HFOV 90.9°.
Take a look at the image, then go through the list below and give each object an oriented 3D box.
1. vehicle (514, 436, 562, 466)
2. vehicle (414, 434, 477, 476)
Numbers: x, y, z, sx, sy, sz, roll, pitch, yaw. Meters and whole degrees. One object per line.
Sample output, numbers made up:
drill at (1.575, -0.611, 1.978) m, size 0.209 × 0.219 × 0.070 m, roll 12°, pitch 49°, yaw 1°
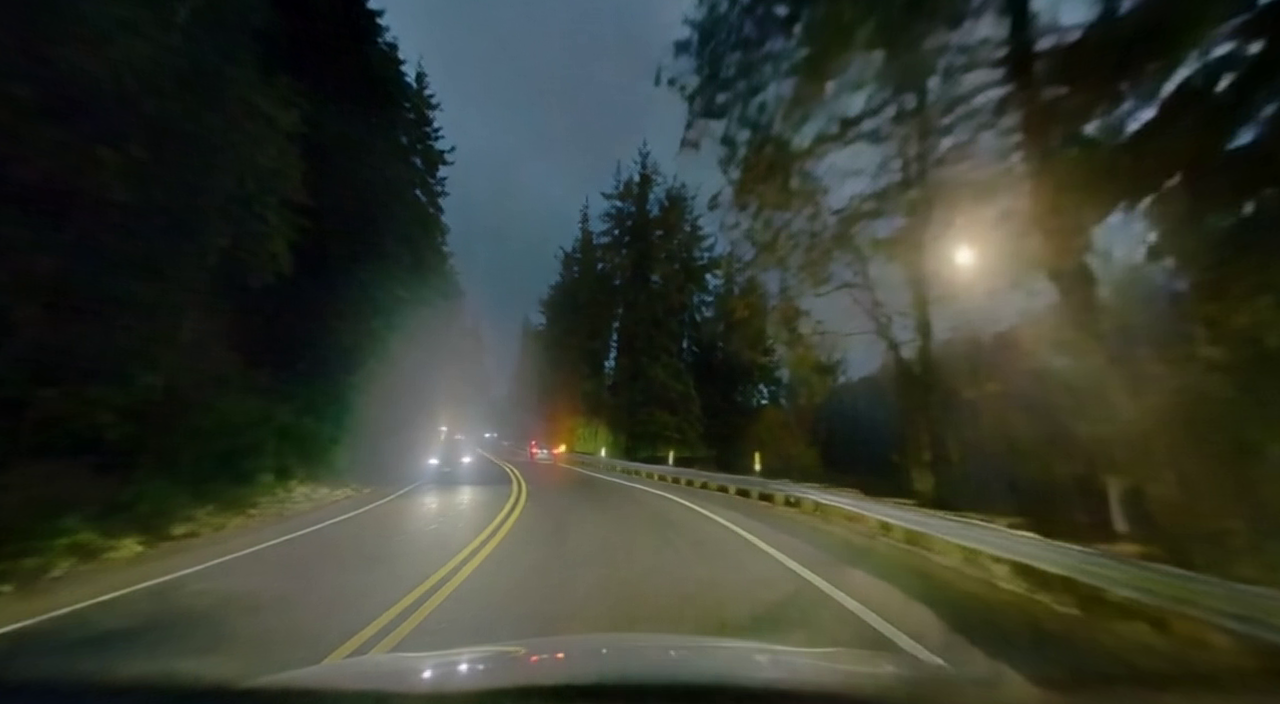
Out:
vehicle at (-5.672, 5.407, 34.617) m, size 2.120 × 1.491 × 4.349 m, roll 3°, pitch -8°, yaw -14°
vehicle at (-8.155, 4.350, 26.862) m, size 2.167 × 1.602 × 4.548 m, roll 2°, pitch -8°, yaw -13°
